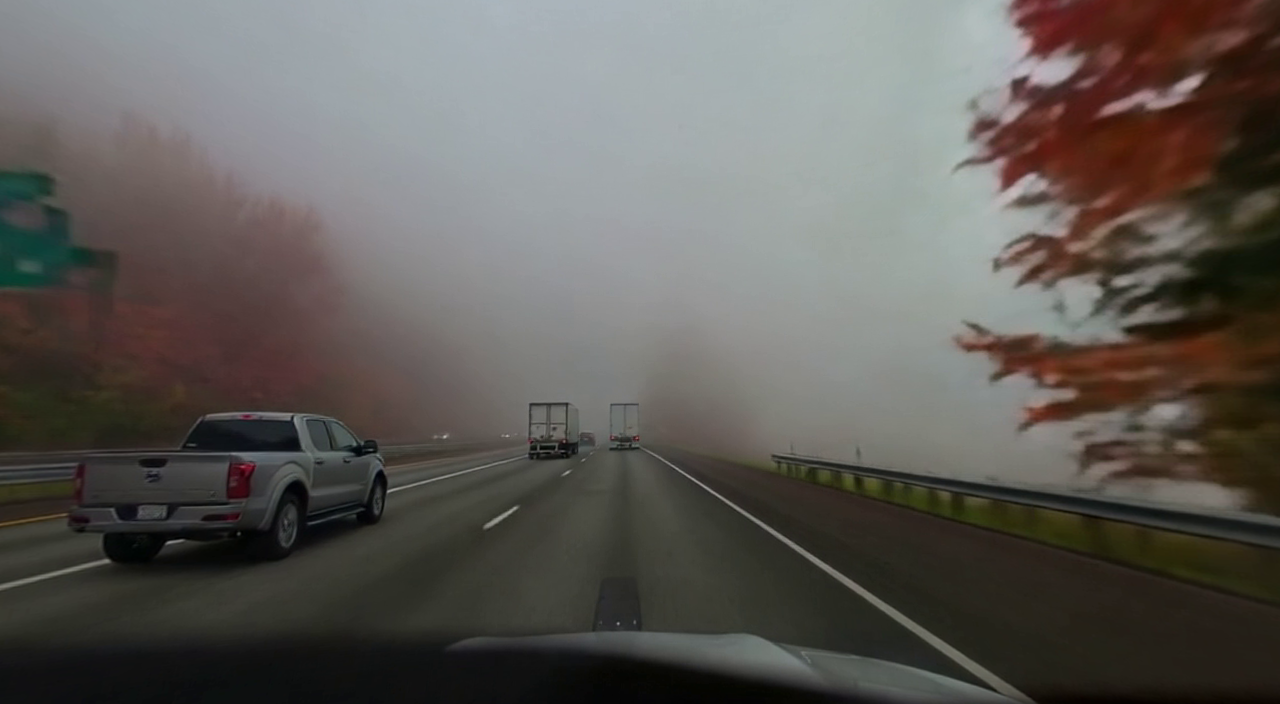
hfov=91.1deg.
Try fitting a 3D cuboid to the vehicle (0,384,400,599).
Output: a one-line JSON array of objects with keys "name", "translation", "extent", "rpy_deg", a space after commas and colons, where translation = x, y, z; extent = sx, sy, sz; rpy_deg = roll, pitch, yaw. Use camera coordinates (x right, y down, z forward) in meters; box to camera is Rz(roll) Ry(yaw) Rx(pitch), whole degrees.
[{"name": "vehicle", "translation": [-4.668, 1.391, 7.232], "extent": [2.089, 1.669, 4.515], "rpy_deg": [0, -8, -1]}]

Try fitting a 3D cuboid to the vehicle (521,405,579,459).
[{"name": "vehicle", "translation": [-4.817, 4.441, 34.735], "extent": [2.383, 2.726, 5.677], "rpy_deg": [0, -8, 0]}]
